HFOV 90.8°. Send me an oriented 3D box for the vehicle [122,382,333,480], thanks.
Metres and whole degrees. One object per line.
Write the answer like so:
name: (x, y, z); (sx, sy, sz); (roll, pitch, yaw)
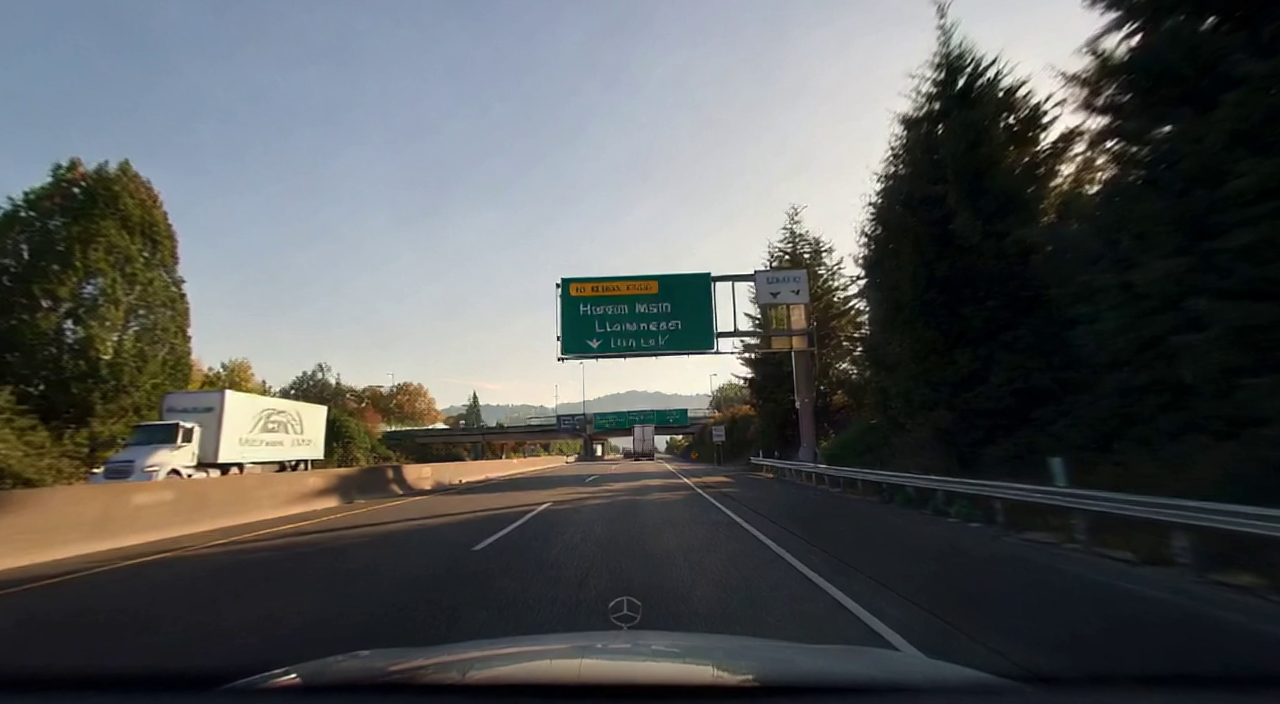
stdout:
vehicle: (-17.986, 3.683, 28.791); (3.010, 3.718, 9.772); (0, -8, 0)
